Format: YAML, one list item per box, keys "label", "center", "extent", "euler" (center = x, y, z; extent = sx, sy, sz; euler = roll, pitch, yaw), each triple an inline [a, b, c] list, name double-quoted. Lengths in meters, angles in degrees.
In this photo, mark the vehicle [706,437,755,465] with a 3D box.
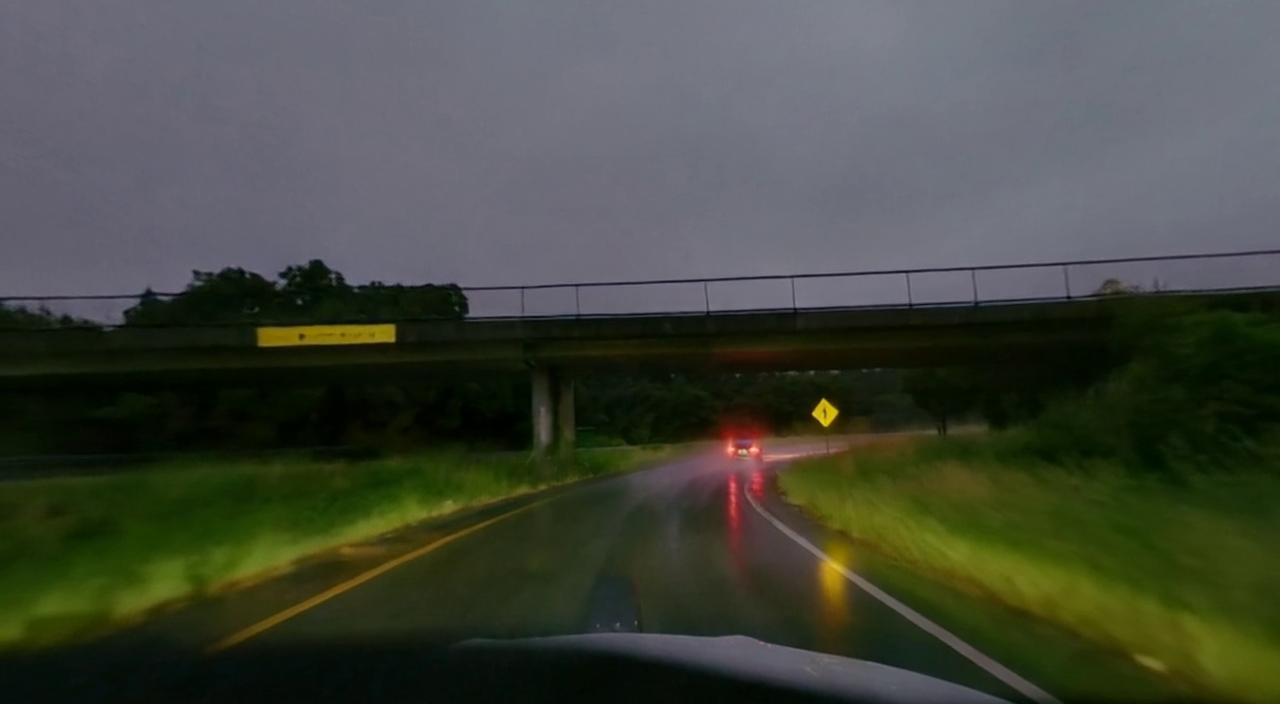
- label: "vehicle"
  center: [5.116, 5.532, 35.135]
  extent: [1.980, 1.449, 3.650]
  euler: [-4, -9, 20]
